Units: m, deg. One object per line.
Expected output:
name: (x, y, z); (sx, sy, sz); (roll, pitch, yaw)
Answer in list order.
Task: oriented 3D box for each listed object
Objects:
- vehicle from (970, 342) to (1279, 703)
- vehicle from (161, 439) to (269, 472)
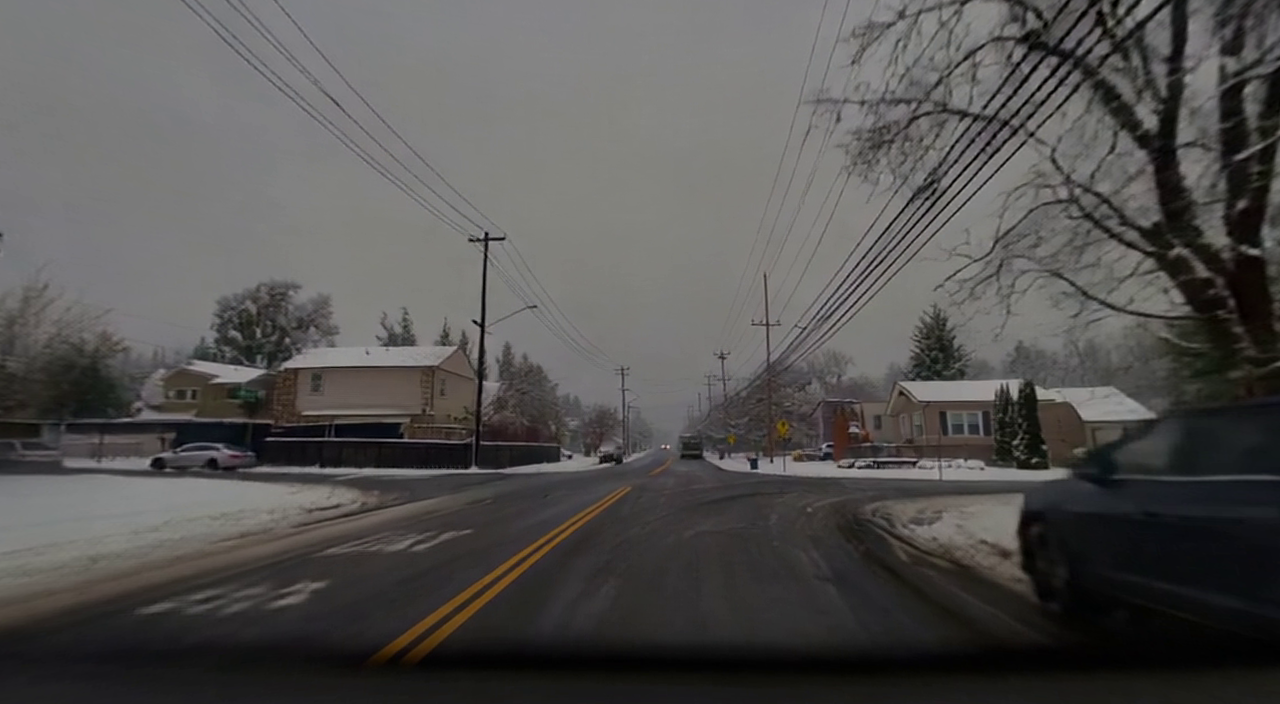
vehicle: (3.852, 0.954, 3.191); (2.070, 1.847, 4.457); (0, -8, 2)
vehicle: (-21.077, 5.139, 31.424); (3.918, 1.577, 1.972); (0, -8, 1)
